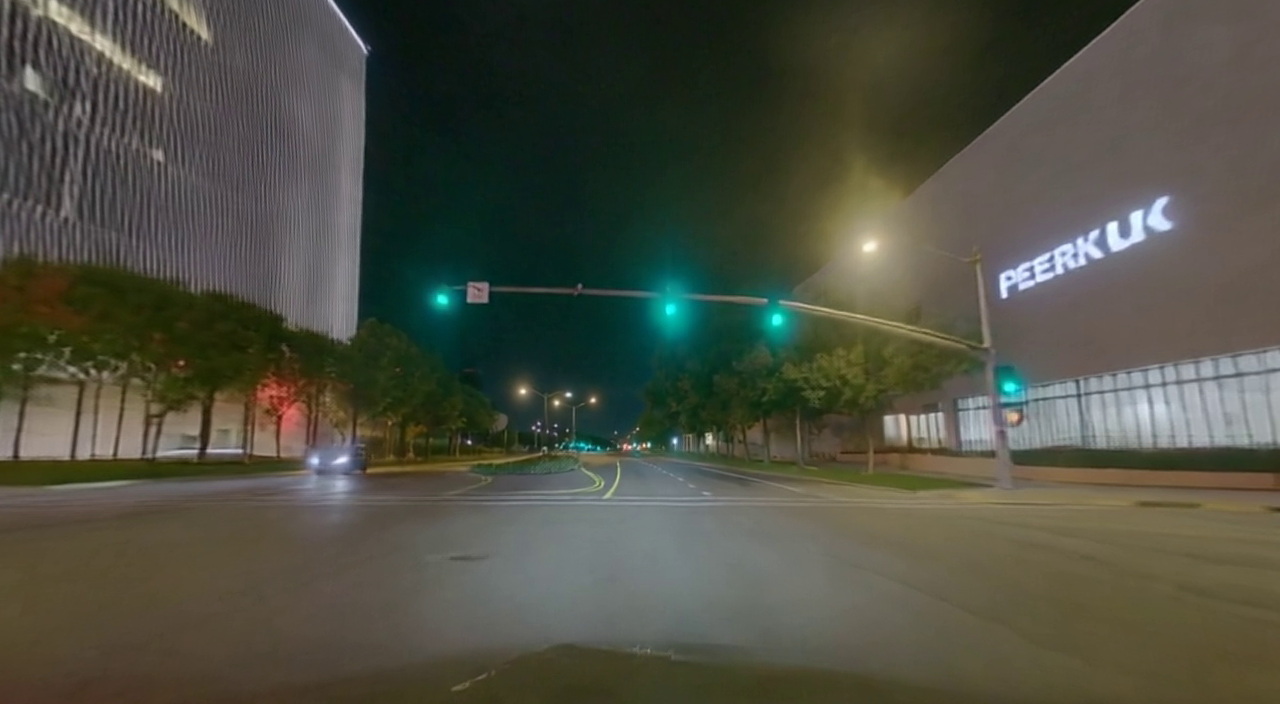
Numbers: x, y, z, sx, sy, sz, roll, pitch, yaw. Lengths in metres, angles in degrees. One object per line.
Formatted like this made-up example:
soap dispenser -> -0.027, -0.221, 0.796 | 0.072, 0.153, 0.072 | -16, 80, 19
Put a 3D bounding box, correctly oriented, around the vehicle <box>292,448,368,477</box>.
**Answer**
vehicle -> -16.782, 5.984, 34.491 | 1.924, 1.434, 4.456 | 0, -9, -1
